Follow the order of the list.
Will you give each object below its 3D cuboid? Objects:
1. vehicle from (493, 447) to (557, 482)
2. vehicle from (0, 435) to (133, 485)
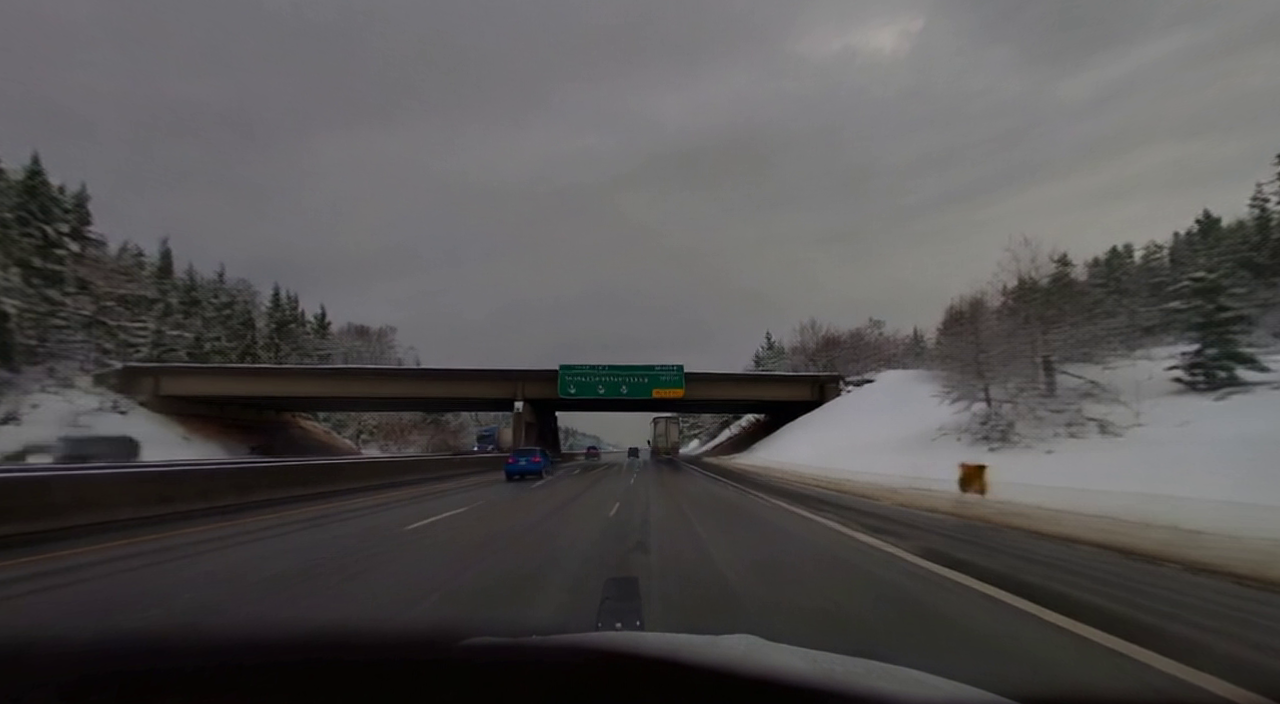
[{"bbox_3d":[-5.378,5.315,30.104,2.038,1.489,4.603,-1,-9,2],"label":"vehicle"},{"bbox_3d":[-19.334,3.494,20.720,1.715,1.453,4.310,0,-9,1],"label":"vehicle"}]
